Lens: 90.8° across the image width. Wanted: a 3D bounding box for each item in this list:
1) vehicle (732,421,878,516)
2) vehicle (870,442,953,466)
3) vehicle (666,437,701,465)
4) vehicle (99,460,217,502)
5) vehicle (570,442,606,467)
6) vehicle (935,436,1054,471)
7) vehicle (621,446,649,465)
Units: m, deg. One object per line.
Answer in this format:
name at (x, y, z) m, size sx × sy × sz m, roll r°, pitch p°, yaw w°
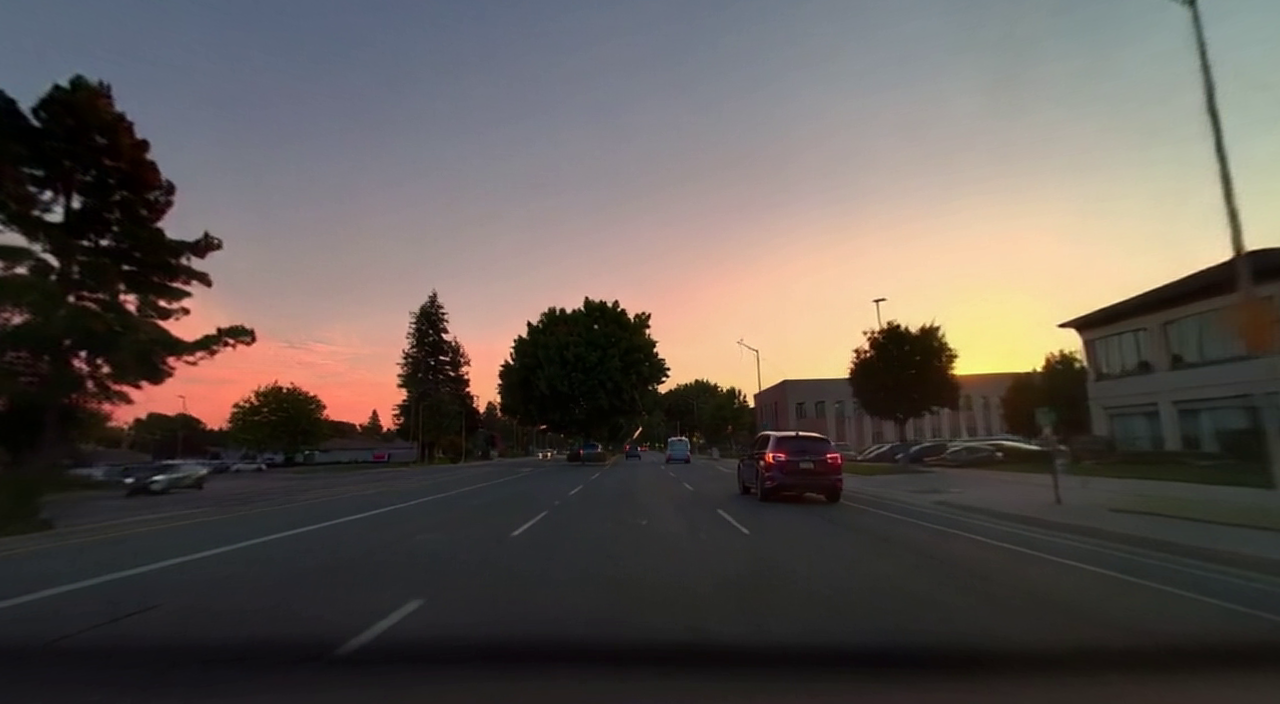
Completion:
vehicle at (3.520, 2.595, 14.475) m, size 2.060 × 1.816 × 4.343 m, roll 0°, pitch -9°, yaw -2°
vehicle at (16.795, 6.307, 39.174) m, size 4.203 × 1.424 × 2.077 m, roll 2°, pitch -9°, yaw -11°
vehicle at (3.324, 7.689, 49.110) m, size 2.197 × 2.034 × 4.667 m, roll 1°, pitch -9°, yaw -2°
vehicle at (-20.569, 5.493, 27.204) m, size 1.823 × 1.561 × 3.987 m, roll 0°, pitch -9°, yaw 1°
vehicle at (-3.925, 7.825, 48.535) m, size 2.220 × 1.793 × 4.885 m, roll 0°, pitch -9°, yaw 1°
vehicle at (18.024, 5.166, 32.213) m, size 4.970 × 1.700 × 2.108 m, roll 2°, pitch -9°, yaw -11°
vehicle at (-0.395, 8.102, 49.559) m, size 2.074 × 1.463 × 4.016 m, roll 0°, pitch -9°, yaw -1°
